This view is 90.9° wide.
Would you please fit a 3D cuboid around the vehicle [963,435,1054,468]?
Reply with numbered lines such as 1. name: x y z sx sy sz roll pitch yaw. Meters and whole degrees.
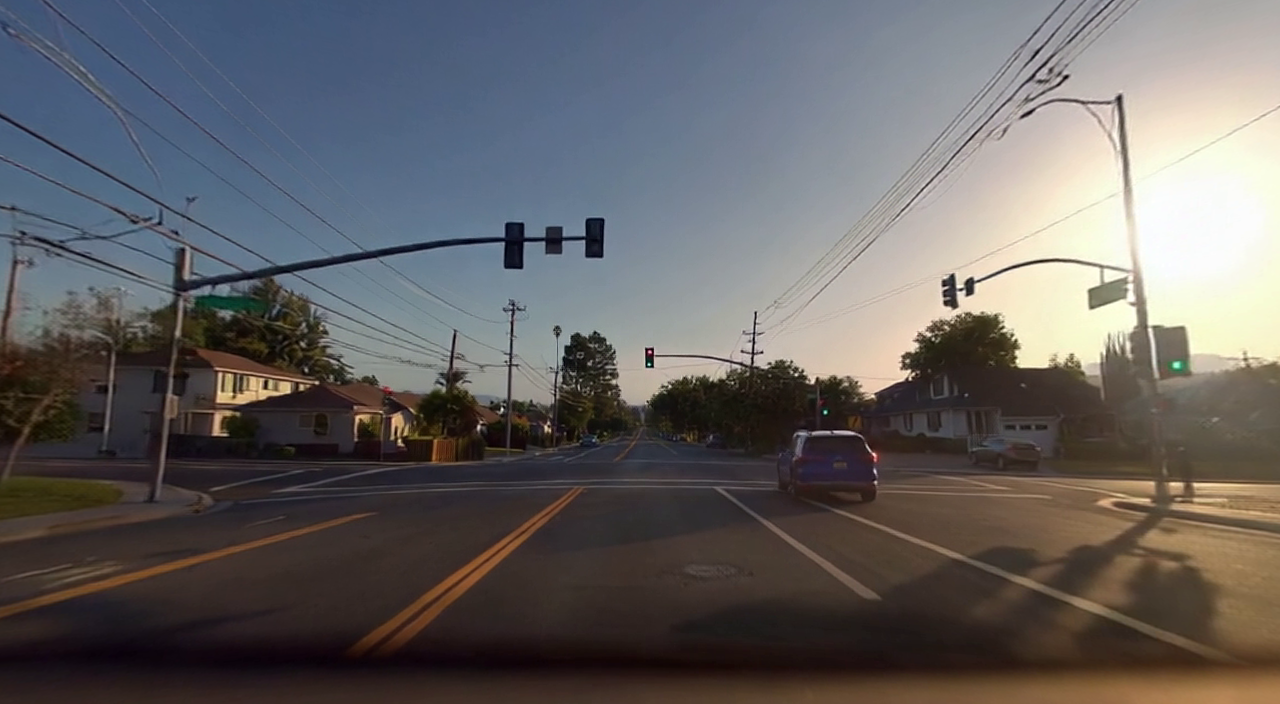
1. vehicle: 22.954 6.197 39.502 2.030 1.927 4.853 2 -9 -14
